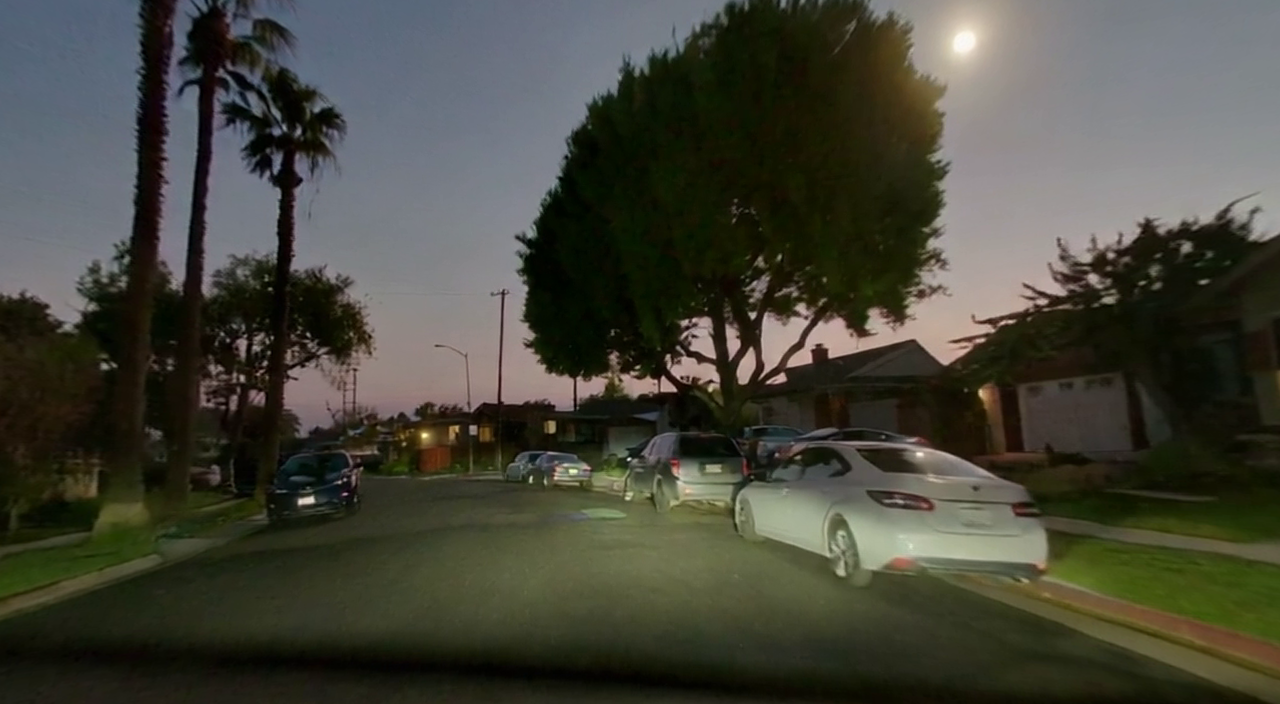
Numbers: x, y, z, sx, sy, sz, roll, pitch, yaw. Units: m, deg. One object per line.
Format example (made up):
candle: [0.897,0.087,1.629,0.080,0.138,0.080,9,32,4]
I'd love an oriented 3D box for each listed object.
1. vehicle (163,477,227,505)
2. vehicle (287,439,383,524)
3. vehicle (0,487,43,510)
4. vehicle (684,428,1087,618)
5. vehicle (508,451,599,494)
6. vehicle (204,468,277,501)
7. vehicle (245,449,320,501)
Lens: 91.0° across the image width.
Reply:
vehicle: [-29.869,9.293,42.221,4.390,1.559,1.812,-5,-10,32]
vehicle: [-8.149,3.424,17.190,2.026,1.816,4.532,-2,-8,-22]
vehicle: [-49.760,11.527,49.415,4.391,1.591,1.942,-3,-8,12]
vehicle: [2.296,1.763,7.743,2.108,1.503,4.977,2,-9,-13]
vehicle: [-3.571,4.742,25.184,2.006,1.484,4.768,5,-10,-28]
vehicle: [-24.727,8.151,38.857,4.944,1.819,2.001,-9,-12,35]
vehicle: [-19.760,6.824,34.648,2.395,2.109,5.628,1,-13,-42]
